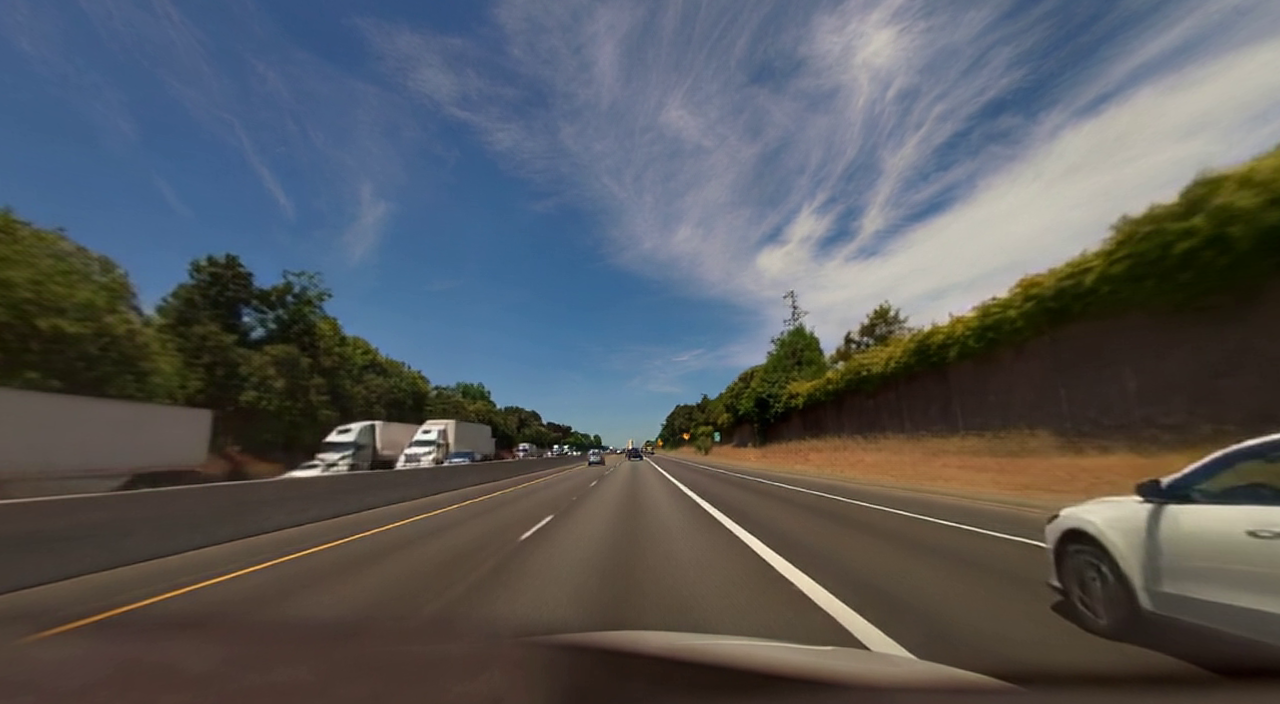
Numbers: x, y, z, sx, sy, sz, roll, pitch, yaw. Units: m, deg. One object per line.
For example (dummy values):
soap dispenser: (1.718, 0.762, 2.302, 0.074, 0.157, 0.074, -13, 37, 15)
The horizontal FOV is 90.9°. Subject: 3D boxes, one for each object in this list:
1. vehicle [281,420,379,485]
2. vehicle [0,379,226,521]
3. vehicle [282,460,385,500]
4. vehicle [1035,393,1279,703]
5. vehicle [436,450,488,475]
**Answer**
vehicle: (-19.981, 6.527, 41.185, 3.025, 3.867, 6.475, 0, -9, 0)
vehicle: (-20.485, 3.387, 21.704, 2.928, 4.170, 14.022, 0, -9, 0)
vehicle: (-11.841, 4.950, 24.676, 1.930, 1.372, 3.971, 0, -9, 2)
vehicle: (3.844, 0.852, 2.202, 2.053, 1.504, 4.386, 0, -9, 0)
vehicle: (-11.271, 7.020, 40.217, 1.910, 1.506, 4.487, 0, -9, 1)
